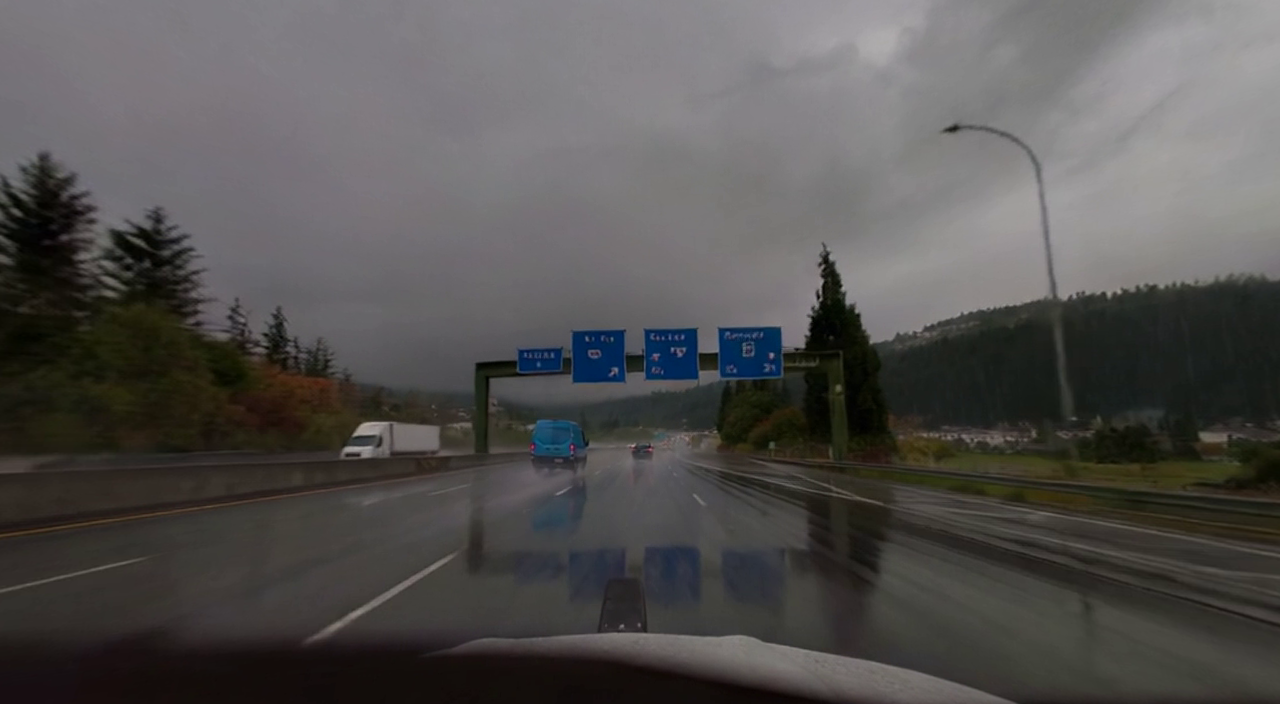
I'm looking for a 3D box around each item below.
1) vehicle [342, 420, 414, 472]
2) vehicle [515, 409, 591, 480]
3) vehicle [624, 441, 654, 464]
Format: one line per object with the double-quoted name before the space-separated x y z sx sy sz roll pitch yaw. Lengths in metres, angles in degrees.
"vehicle" -20.342 7.375 49.352 2.966 3.817 5.992 0 -9 0
"vehicle" -3.600 4.011 27.309 2.382 2.736 5.982 0 -9 0
"vehicle" -0.059 7.780 48.740 2.183 1.662 3.968 0 -9 0
